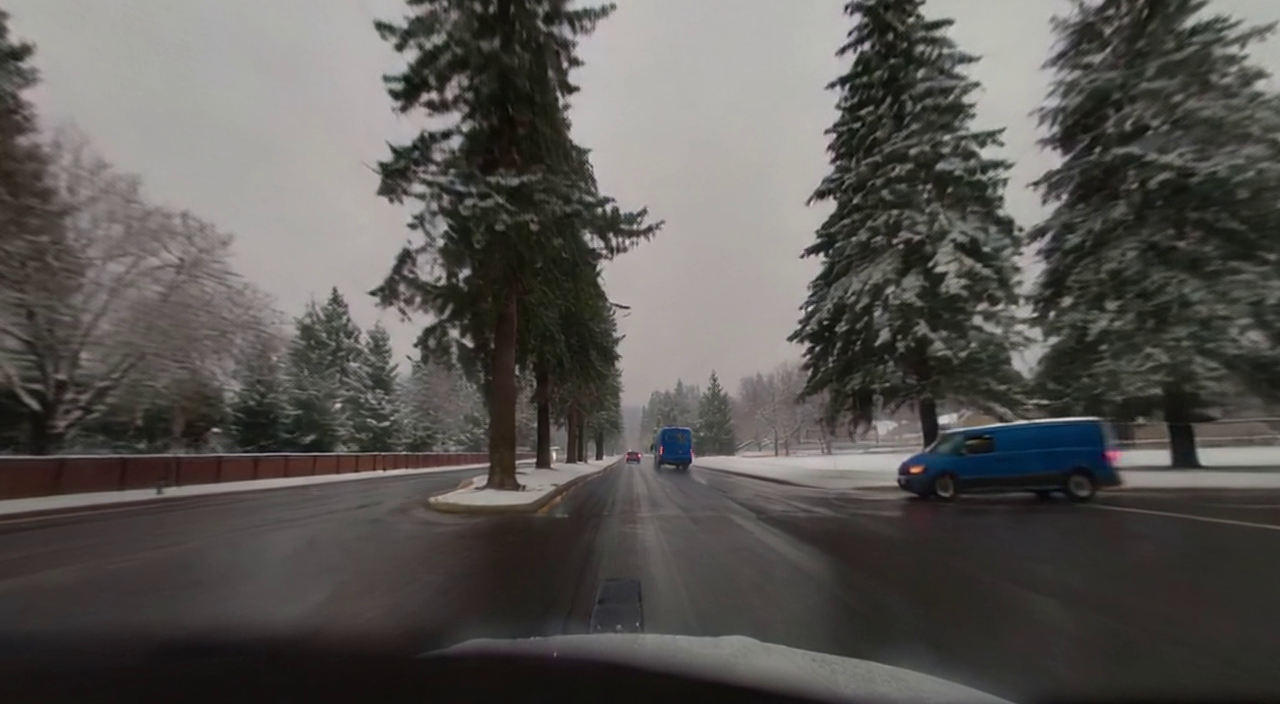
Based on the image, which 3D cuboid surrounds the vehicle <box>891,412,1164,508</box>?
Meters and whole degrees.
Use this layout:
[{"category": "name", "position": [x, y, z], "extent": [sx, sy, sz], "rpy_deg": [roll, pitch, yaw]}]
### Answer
[{"category": "vehicle", "position": [9.170, 2.600, 15.445], "extent": [4.990, 2.142, 2.488], "rpy_deg": [0, -8, 1]}]
